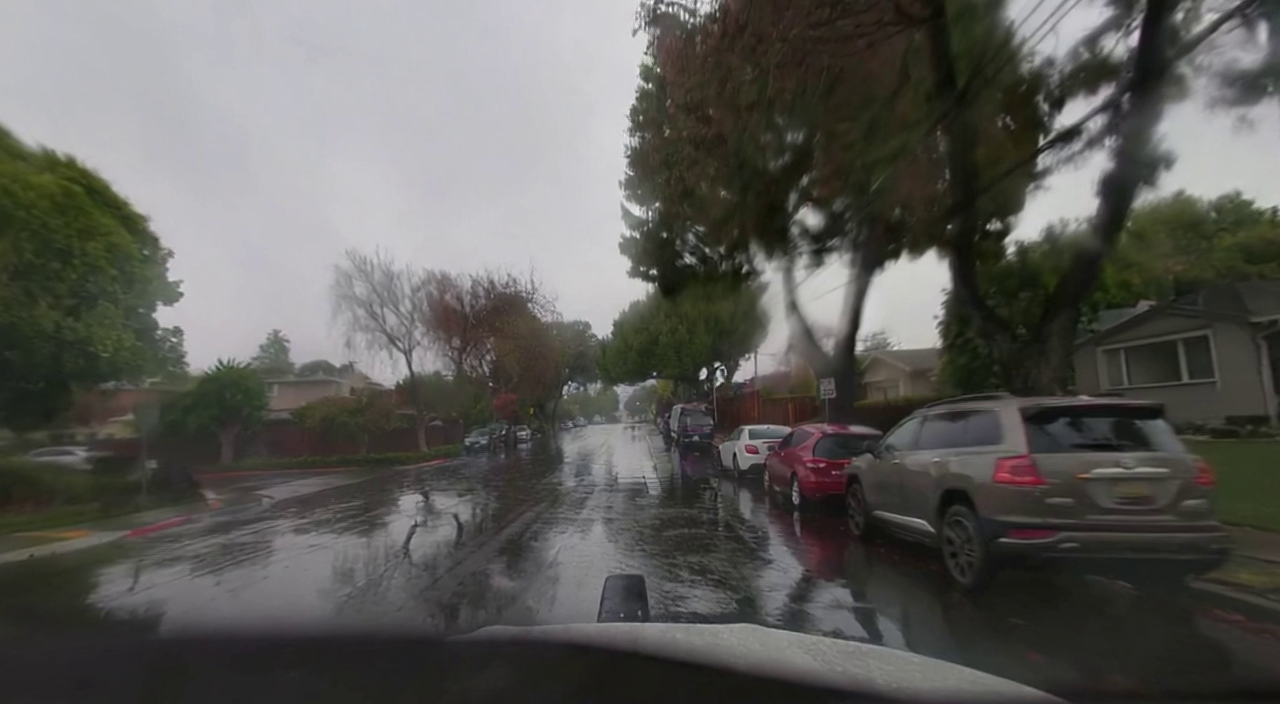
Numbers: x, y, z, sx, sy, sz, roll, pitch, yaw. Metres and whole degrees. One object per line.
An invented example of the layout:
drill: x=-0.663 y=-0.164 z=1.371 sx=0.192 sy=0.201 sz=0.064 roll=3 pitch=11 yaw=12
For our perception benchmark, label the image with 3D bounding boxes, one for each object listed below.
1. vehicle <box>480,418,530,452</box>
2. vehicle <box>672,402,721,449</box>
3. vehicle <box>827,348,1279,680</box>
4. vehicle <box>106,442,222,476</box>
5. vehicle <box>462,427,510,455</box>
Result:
vehicle: x=-8.610 y=5.327 z=40.696 sx=2.163 sy=1.841 sz=4.679 roll=-6 pitch=-7 yaw=-1
vehicle: x=3.027 y=4.139 z=34.968 sx=2.233 sy=2.453 sz=3.787 roll=0 pitch=-8 yaw=-2
vehicle: x=3.671 y=1.248 z=6.024 sx=2.208 sy=1.863 sz=4.799 roll=0 pitch=-8 yaw=-1
vehicle: x=-22.615 y=5.065 z=30.256 sx=1.813 sy=1.499 sz=4.321 roll=-1 pitch=-8 yaw=8
vehicle: x=-8.468 y=4.957 z=35.105 sx=1.821 sy=1.476 sz=4.060 roll=0 pitch=-8 yaw=-3
